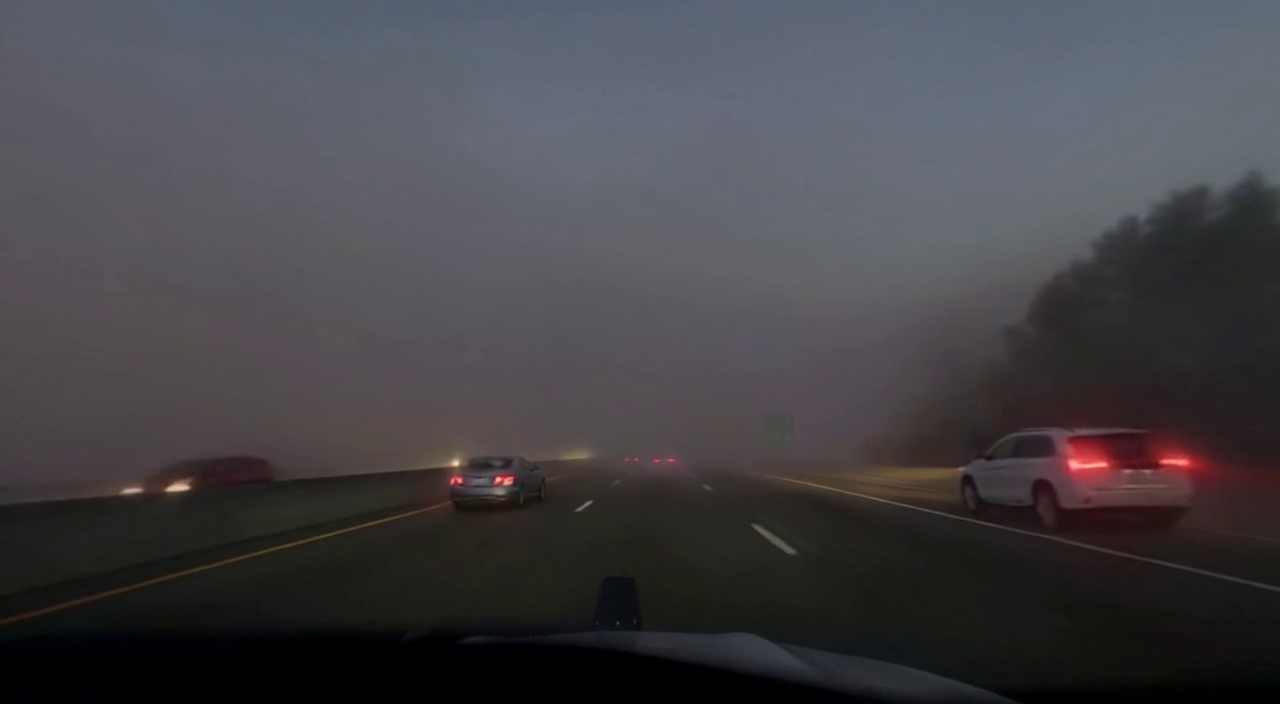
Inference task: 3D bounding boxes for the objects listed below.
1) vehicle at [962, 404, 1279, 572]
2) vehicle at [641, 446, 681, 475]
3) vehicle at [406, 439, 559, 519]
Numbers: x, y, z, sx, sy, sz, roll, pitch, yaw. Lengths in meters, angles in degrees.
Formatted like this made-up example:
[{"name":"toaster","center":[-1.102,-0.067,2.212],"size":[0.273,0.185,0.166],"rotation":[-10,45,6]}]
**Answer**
[{"name":"vehicle","center":[6.351,1.683,8.446],"size":[2.143,1.667,4.221],"rotation":[-2,-9,7]},{"name":"vehicle","center":[1.286,6.323,36.762],"size":[1.969,1.595,3.964],"rotation":[-2,-9,8]},{"name":"vehicle","center":[-3.526,2.921,14.978],"size":[2.084,1.594,4.219],"rotation":[-2,-9,8]}]
